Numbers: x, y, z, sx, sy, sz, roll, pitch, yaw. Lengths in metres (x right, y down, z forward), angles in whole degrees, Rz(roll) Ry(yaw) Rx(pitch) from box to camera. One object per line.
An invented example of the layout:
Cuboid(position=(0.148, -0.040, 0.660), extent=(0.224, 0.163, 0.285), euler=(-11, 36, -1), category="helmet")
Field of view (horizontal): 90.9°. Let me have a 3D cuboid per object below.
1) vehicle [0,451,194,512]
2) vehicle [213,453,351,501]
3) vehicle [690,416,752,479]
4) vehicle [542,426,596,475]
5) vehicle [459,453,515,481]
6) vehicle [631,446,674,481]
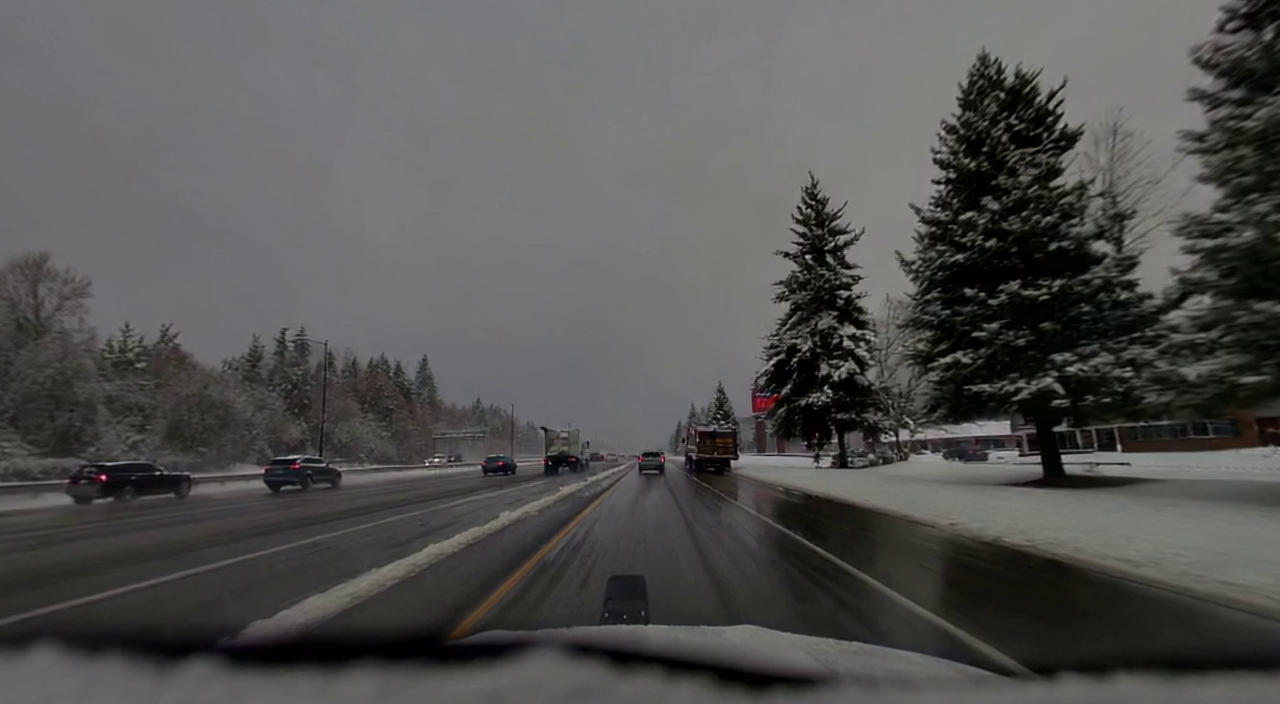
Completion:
Cuboid(position=(-16.450, 3.884, 19.416), extent=(1.885, 1.591, 4.599), euler=(-1, -9, 3), category="vehicle")
Cuboid(position=(-12.589, 4.392, 22.633), extent=(1.928, 1.480, 4.823), euler=(-1, -8, 3), category="vehicle")
Cuboid(position=(5.519, 6.965, 45.412), extent=(2.801, 3.732, 11.836), euler=(-4, -9, 0), category="vehicle")
Cuboid(position=(-5.335, 7.570, 48.860), extent=(2.796, 3.426, 8.553), euler=(-1, -8, 2), category="vehicle")
Cuboid(position=(-8.976, 6.755, 37.428), extent=(1.929, 1.477, 4.746), euler=(-1, -9, 3), category="vehicle")
Cuboid(position=(0.692, 6.157, 35.247), extent=(2.227, 1.794, 4.646), euler=(0, -8, 1), category="vehicle")
